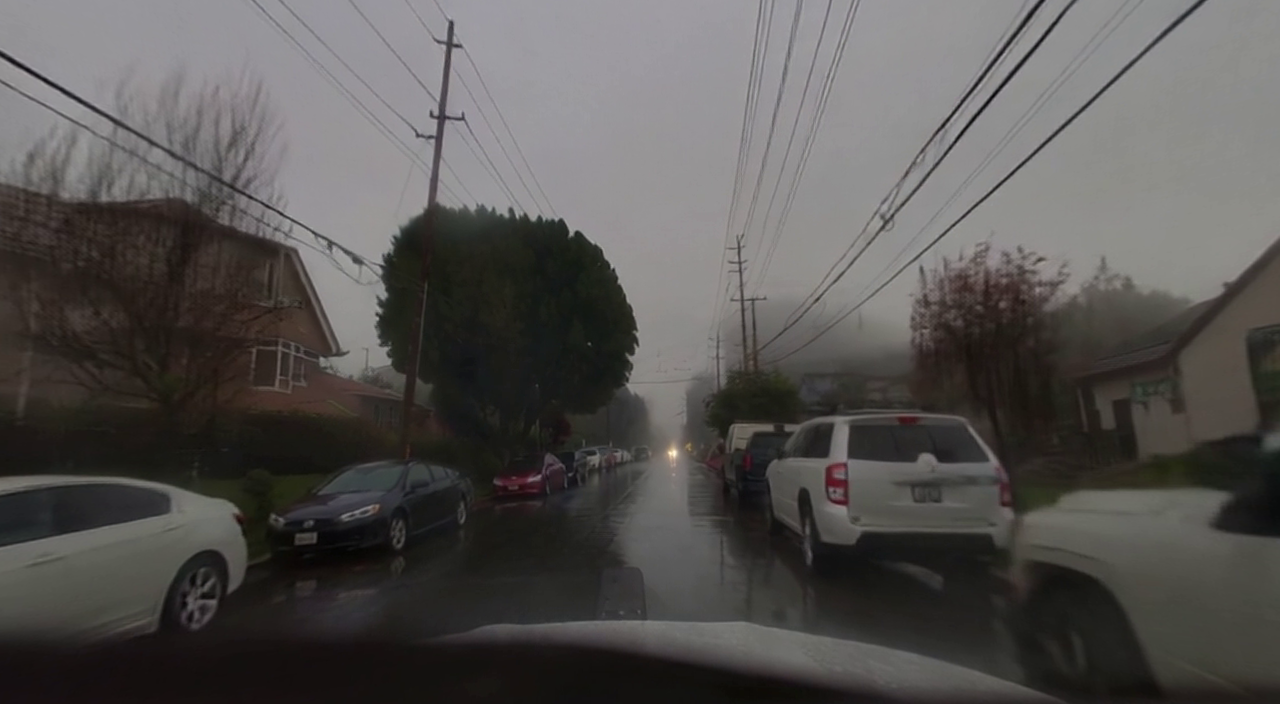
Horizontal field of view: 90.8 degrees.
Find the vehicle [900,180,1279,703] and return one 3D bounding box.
[{"bbox_3d":[2.270,0.526,0.820,2.032,1.839,4.597,0,-8,2],"label":"vehicle"}]

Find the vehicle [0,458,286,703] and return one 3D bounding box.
[{"bbox_3d":[-4.629,1.449,4.060,1.932,1.431,4.198,-1,-8,7],"label":"vehicle"}]

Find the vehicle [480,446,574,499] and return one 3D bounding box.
[{"bbox_3d":[-3.574,3.892,20.942,1.988,1.541,4.686,-1,-8,4],"label":"vehicle"}]

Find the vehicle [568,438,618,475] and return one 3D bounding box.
[{"bbox_3d":[-2.599,5.978,36.376,2.280,1.953,5.092,-1,-8,3],"label":"vehicle"}]

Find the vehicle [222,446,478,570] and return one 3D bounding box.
[{"bbox_3d":[-4.268,2.300,10.225,1.796,1.532,4.244,-1,-8,6],"label":"vehicle"}]
